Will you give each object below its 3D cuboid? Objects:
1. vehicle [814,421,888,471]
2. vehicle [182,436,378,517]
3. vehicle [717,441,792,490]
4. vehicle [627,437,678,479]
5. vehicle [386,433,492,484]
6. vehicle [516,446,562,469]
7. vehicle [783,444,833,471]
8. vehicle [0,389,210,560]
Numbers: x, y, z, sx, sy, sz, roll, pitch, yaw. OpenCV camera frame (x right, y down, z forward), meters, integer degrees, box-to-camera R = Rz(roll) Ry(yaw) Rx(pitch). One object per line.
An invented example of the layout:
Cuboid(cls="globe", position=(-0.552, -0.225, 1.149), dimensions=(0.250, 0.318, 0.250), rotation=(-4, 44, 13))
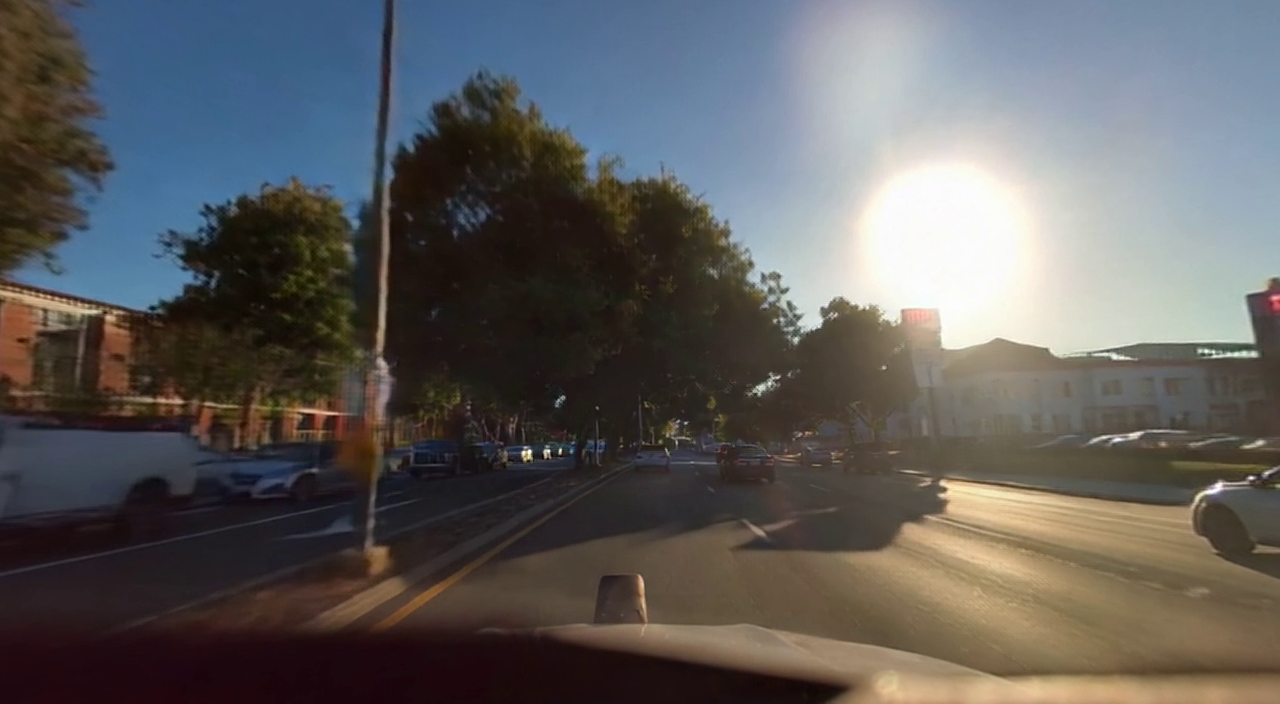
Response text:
Cuboid(cls="vehicle", position=(13.192, 5.950, 40.080), dimensions=(2.790, 2.897, 6.326), rotation=(-1, -9, 4))
Cuboid(cls="vehicle", position=(-8.582, 2.977, 15.759), dimensions=(1.920, 1.590, 5.041), rotation=(-3, -8, 1))
Cuboid(cls="vehicle", position=(3.791, 3.806, 21.567), dimensions=(1.852, 1.498, 3.825), rotation=(0, -9, 0))
Cuboid(cls="vehicle", position=(0.586, 4.645, 27.789), dimensions=(2.101, 1.694, 3.979), rotation=(0, -9, 2))
Cuboid(cls="vehicle", position=(-7.936, 4.279, 25.694), dimensions=(2.218, 1.819, 5.732), rotation=(0, -9, 3))
Cuboid(cls="vehicle", position=(-6.664, 6.986, 42.098), dimensions=(1.992, 1.465, 4.458), rotation=(-1, -9, 5))
Cuboid(cls="vehicle", position=(9.705, 6.109, 36.851), dimensions=(1.860, 1.475, 4.488), rotation=(0, -9, 2))
Cuboid(cls="vehicle", position=(-8.669, 1.553, 8.162), dimensions=(2.460, 1.970, 5.271), rotation=(0, -9, 0))
